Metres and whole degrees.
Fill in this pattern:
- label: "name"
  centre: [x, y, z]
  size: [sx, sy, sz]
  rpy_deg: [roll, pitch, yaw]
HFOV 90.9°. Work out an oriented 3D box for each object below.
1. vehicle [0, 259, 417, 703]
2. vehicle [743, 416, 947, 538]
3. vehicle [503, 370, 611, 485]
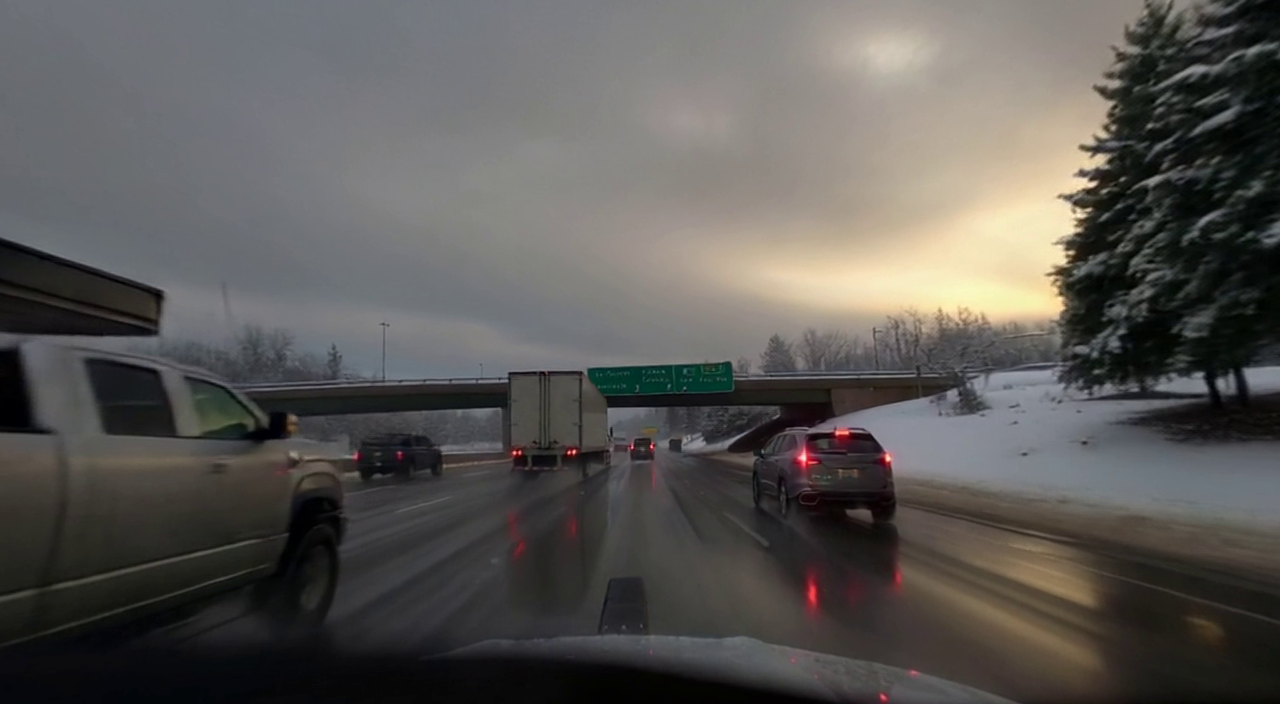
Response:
- label: "vehicle"
  centre: [-3.590, 0.796, 2.929]
  size: [2.645, 2.023, 6.491]
  rpy_deg: [0, -8, 1]
- label: "vehicle"
  centre: [3.194, 2.048, 10.935]
  size: [2.028, 1.658, 4.334]
  rpy_deg: [0, -8, -1]
- label: "vehicle"
  centre: [-3.328, 3.816, 30.445]
  size: [2.869, 4.108, 15.564]
  rpy_deg: [0, -8, 1]
